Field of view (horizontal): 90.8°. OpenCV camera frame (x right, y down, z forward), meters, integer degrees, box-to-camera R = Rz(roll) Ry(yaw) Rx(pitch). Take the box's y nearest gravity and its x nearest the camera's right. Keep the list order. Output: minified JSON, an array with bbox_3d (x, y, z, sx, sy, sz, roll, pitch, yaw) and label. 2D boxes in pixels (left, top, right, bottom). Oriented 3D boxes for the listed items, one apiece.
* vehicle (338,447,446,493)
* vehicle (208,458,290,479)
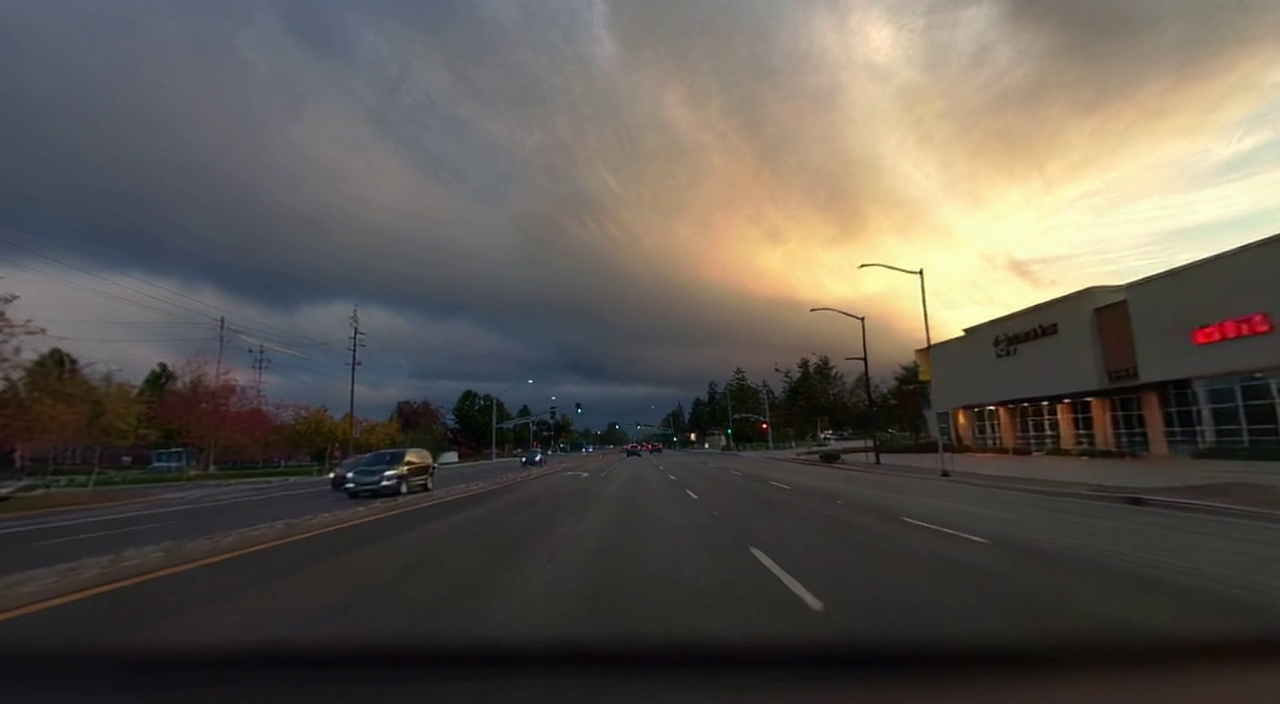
[{"bbox_3d":[-8.799,4.206,22.950,2.065,1.504,4.593,0,-9,0],"label":"vehicle"},{"bbox_3d":[-28.239,8.425,45.763,4.511,1.480,1.959,1,-9,-7],"label":"vehicle"}]
